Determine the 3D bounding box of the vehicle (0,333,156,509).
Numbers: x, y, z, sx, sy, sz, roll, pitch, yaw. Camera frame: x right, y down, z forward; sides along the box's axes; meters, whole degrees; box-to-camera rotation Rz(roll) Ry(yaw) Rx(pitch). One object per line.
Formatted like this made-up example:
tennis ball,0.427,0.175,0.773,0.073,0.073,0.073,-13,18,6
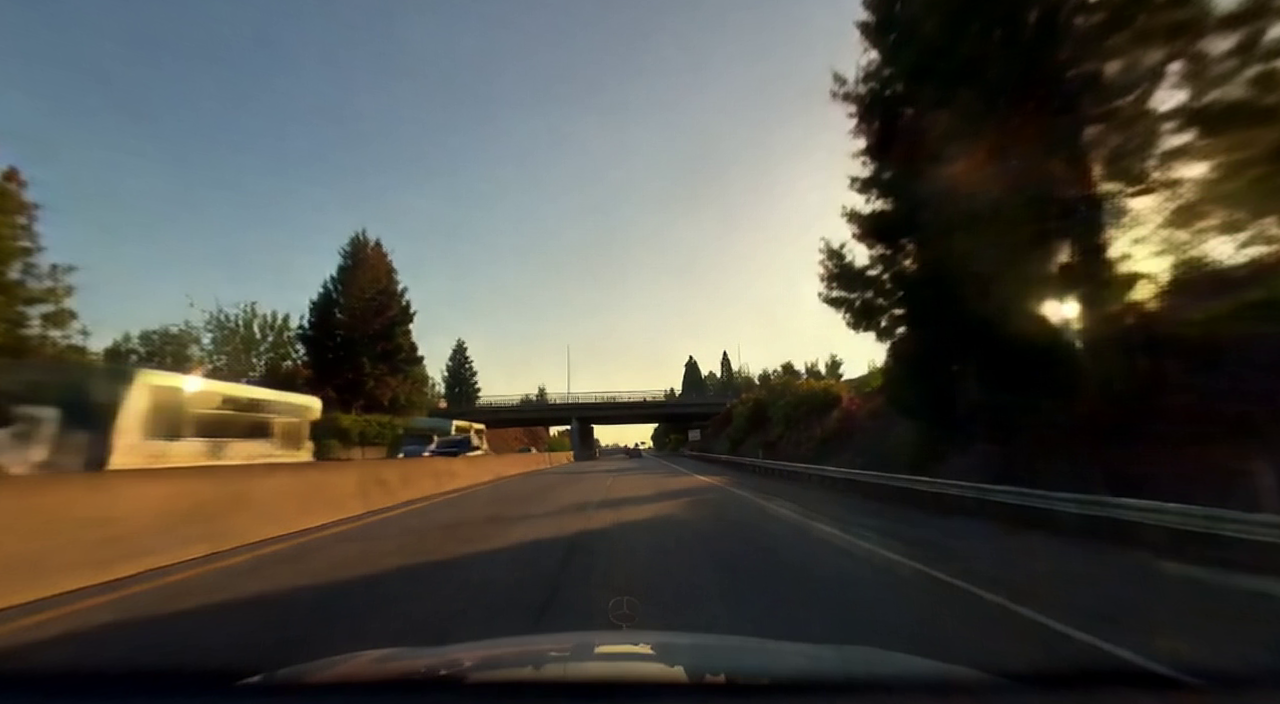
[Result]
vehicle,-16.242,1.856,16.232,2.910,4.025,5.493,0,-9,-1

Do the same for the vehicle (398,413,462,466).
vehicle,-16.492,7.008,49.951,3.008,3.916,5.886,0,-9,-1

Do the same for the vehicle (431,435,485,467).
vehicle,-11.959,6.574,41.808,2.118,1.943,5.285,0,-9,-1
